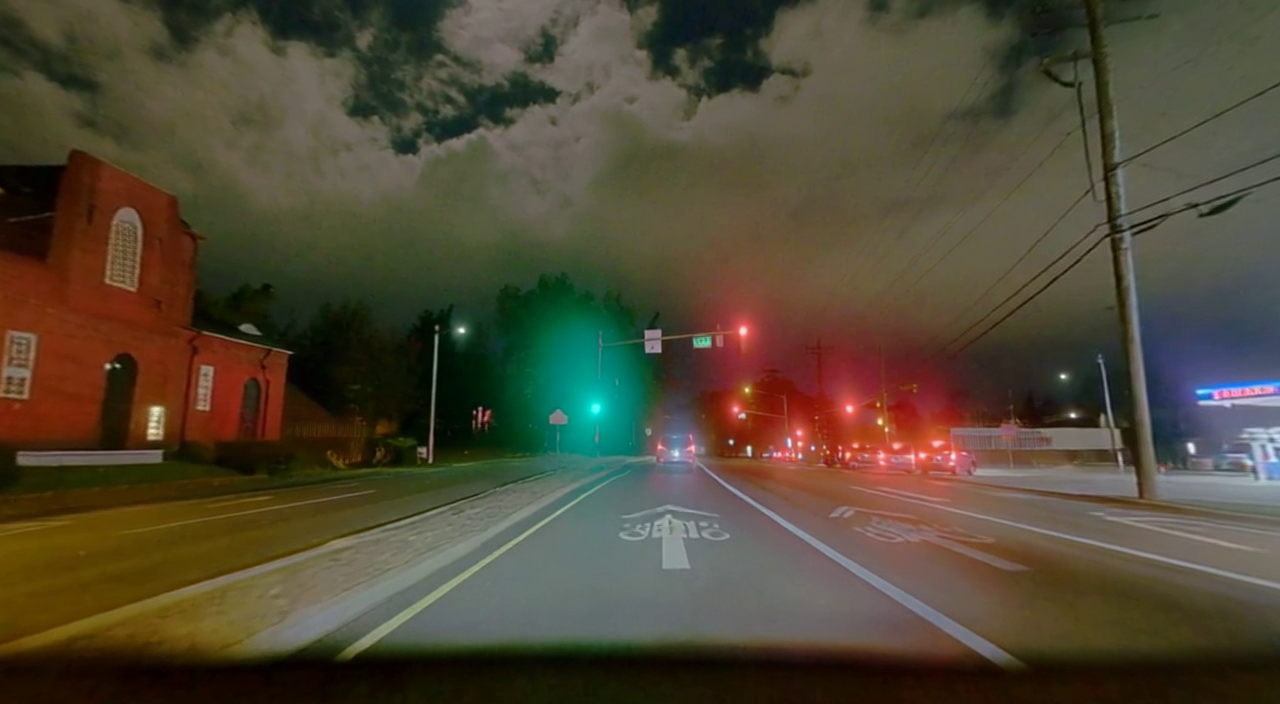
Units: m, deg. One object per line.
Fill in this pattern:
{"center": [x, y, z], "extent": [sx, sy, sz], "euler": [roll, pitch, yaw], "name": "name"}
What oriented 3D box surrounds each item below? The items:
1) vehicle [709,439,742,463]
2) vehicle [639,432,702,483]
{"center": [6.554, 7.653, 48.936], "extent": [2.273, 1.734, 5.120], "euler": [-1, -9, 6], "name": "vehicle"}
{"center": [1.101, 3.748, 22.593], "extent": [2.032, 1.621, 4.082], "euler": [-1, -9, 3], "name": "vehicle"}
